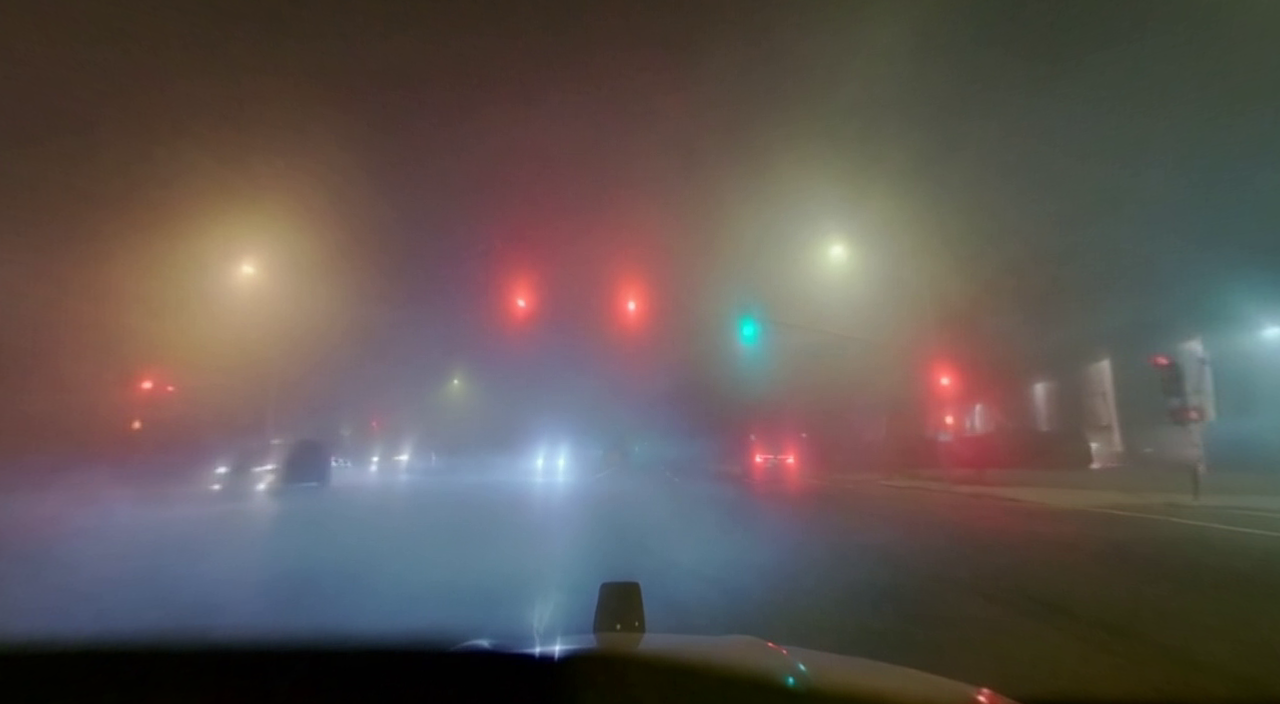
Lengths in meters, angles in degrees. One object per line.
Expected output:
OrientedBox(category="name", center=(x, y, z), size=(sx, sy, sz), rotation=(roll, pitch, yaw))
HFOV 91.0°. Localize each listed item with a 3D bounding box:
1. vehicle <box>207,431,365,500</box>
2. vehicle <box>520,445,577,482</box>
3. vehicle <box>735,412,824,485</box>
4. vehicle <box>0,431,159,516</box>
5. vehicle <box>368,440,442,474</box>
OrientedBox(category="vehicle", center=(-10.754, 3.482, 19.656), size=(2.072, 1.841, 4.737), rotation=(1, -9, 1))
OrientedBox(category="vehicle", center=(-4.179, 5.158, 29.459), size=(2.003, 1.539, 4.396), rotation=(-1, -9, 1))
OrientedBox(category="vehicle", center=(6.787, 4.862, 31.876), size=(2.802, 3.208, 7.459), rotation=(1, -9, 0))
OrientedBox(category="vehicle", center=(-14.183, 2.781, 14.862), size=(2.046, 1.715, 4.487), rotation=(1, -9, 0))
OrientedBox(category="vehicle", center=(-14.751, 6.623, 39.982), size=(2.292, 1.955, 5.882), rotation=(1, -9, 1))
